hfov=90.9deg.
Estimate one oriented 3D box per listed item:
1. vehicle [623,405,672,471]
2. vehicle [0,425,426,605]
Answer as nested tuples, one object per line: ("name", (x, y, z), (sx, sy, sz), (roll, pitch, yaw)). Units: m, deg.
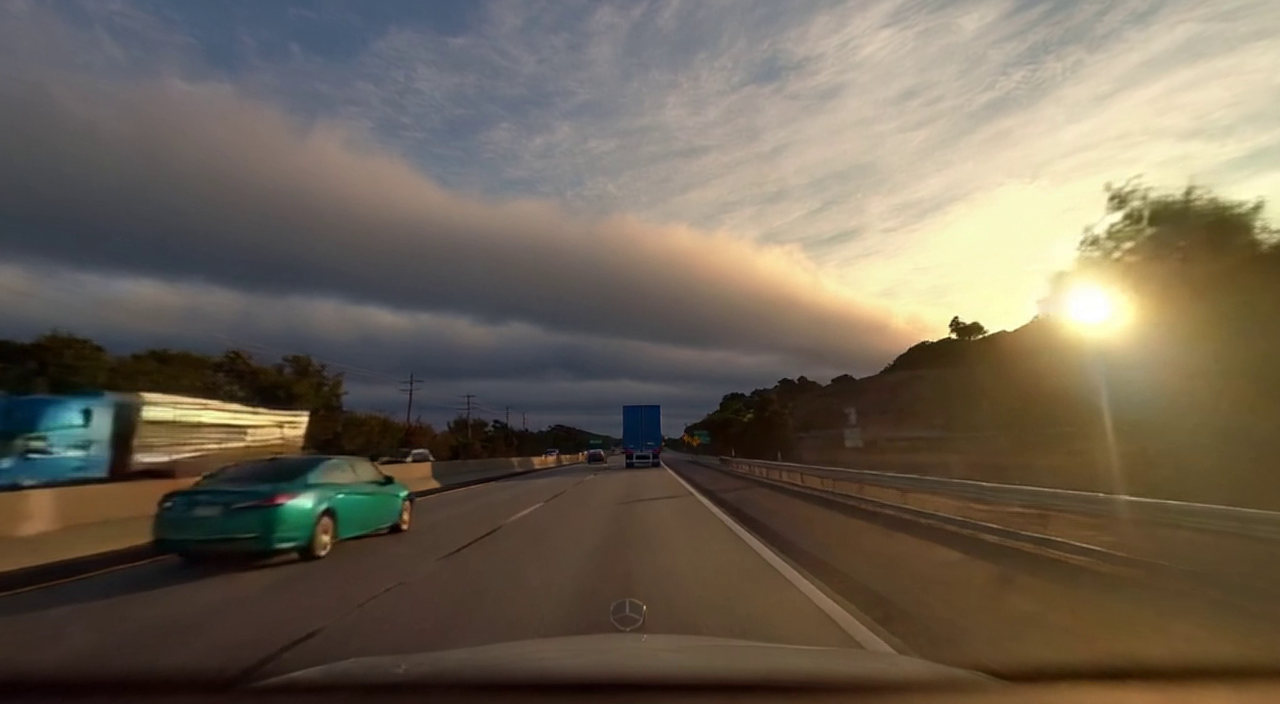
("vehicle", (0.504, 5.919, 42.882), (2.899, 3.966, 10.053), (0, -9, 1))
("vehicle", (-4.490, 1.760, 7.811), (2.051, 1.538, 4.569), (0, -9, 0))
